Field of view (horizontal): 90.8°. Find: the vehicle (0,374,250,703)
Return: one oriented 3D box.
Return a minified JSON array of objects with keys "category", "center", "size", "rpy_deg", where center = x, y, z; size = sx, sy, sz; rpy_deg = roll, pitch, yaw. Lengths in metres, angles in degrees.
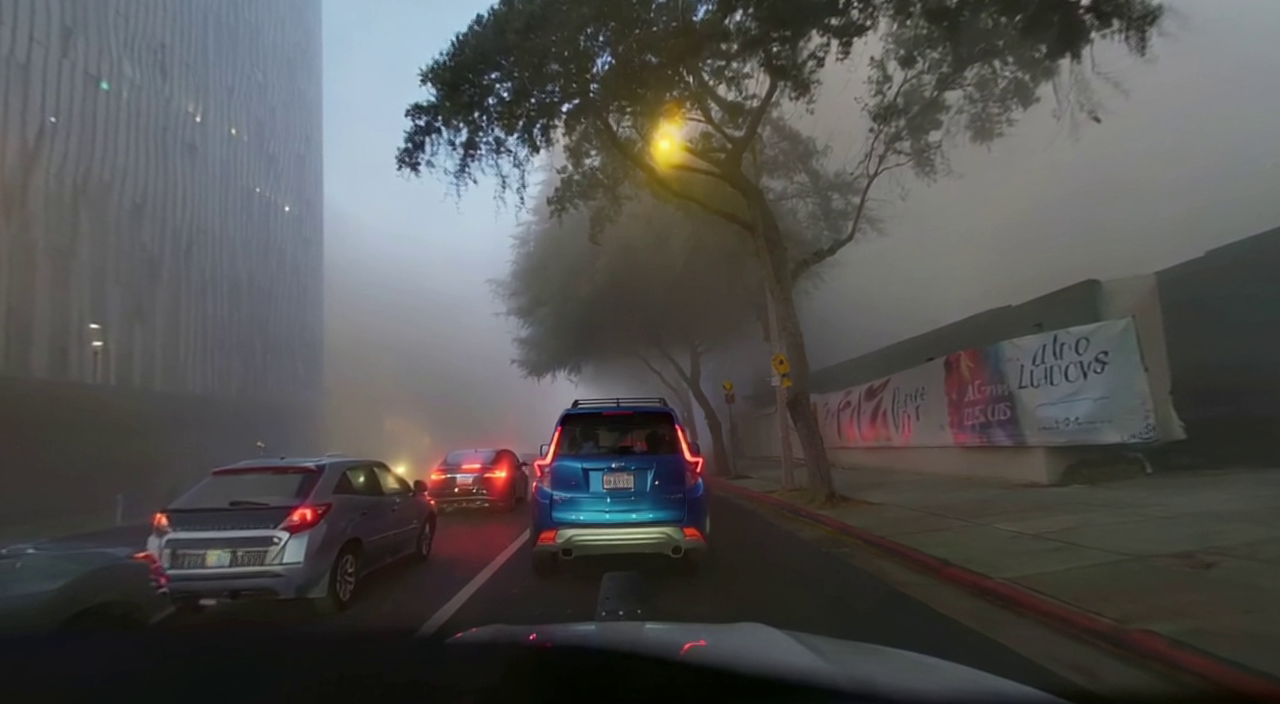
[{"category":"vehicle","center":[-3.186,0.798,1.338],"size":[1.971,1.658,4.428],"rpy_deg":[0,-8,-2]}]

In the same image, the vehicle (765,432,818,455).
[{"category":"vehicle","center":[10.252,6.187,42.682],"size":[1.877,1.416,3.965],"rpy_deg":[-9,-12,38]}]

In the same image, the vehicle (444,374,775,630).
[{"category":"vehicle","center":[-0.372,1.457,7.132],"size":[2.531,1.930,4.382],"rpy_deg":[0,-9,-4]}]

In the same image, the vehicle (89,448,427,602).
[{"category":"vehicle","center":[-4.517,2.042,8.503],"size":[1.876,1.448,4.464],"rpy_deg":[0,-8,-2]}]
